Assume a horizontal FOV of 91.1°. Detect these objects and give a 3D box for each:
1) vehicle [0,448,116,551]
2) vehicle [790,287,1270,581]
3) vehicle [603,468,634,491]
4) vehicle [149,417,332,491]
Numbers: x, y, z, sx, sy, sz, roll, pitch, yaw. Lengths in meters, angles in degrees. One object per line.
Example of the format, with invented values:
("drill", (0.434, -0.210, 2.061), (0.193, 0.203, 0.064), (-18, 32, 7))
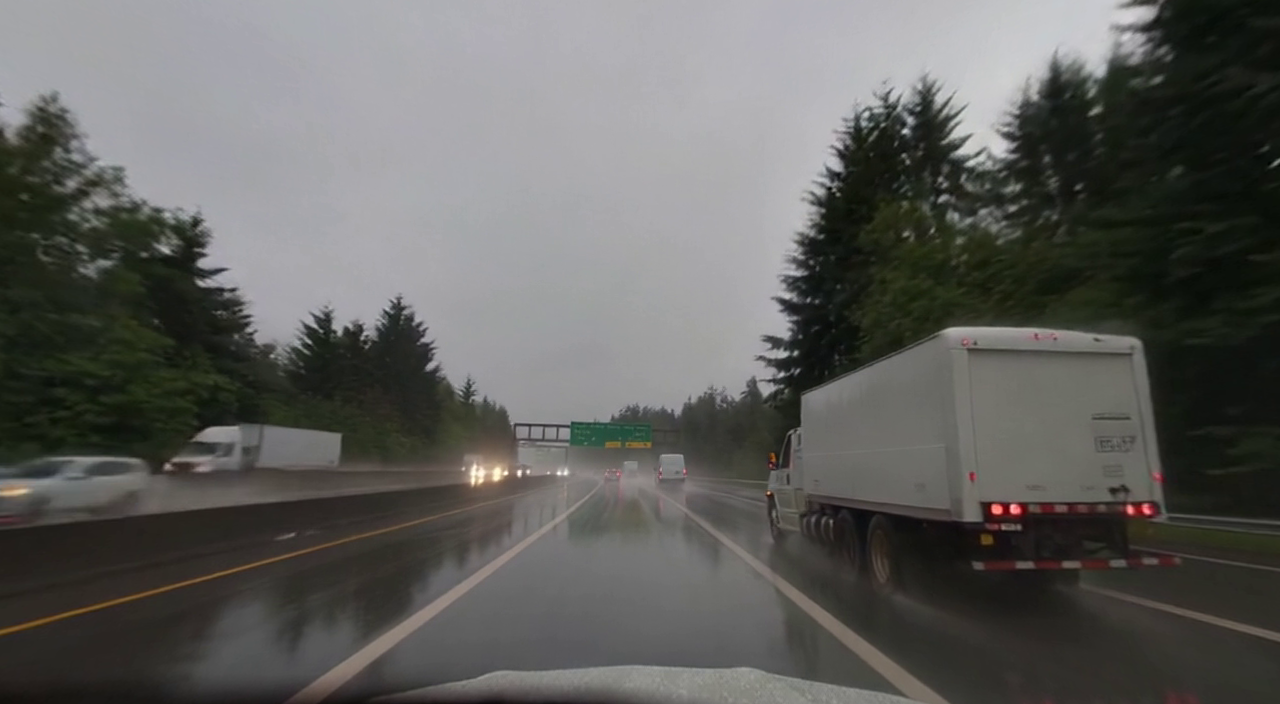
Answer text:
("vehicle", (-10.572, 2.101, 8.913), (2.184, 1.496, 4.687), (1, -10, 0))
("vehicle", (7.078, 2.374, 15.966), (2.866, 4.102, 14.351), (1, -10, -1))
("vehicle", (-1.569, 9.129, 45.116), (2.106, 1.524, 4.381), (1, -10, -2))
("vehicle", (-22.729, 6.172, 37.213), (2.830, 3.591, 12.563), (1, -10, -1))
